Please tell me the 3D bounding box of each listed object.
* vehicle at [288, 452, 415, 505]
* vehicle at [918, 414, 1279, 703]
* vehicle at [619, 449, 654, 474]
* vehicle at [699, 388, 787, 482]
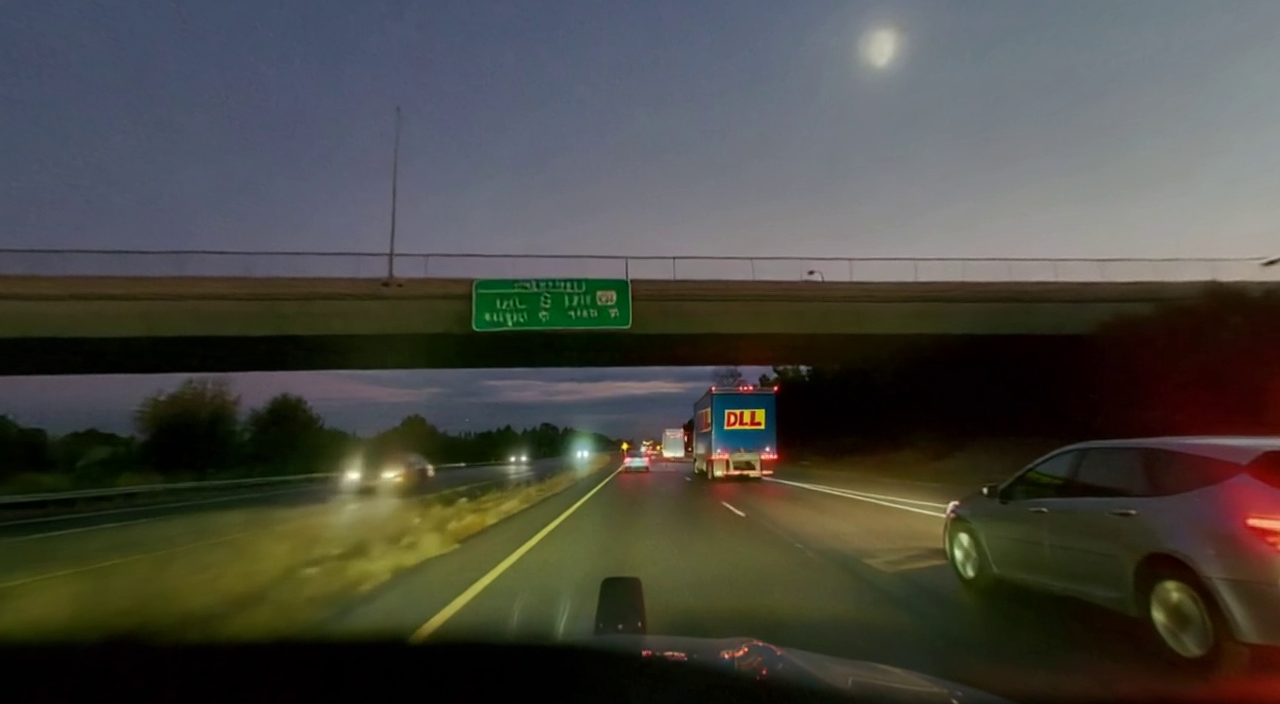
[{"bbox_3d":[-8.640,3.795,19.357,1.878,1.442,4.165,0,-9,1],"label":"vehicle"},{"bbox_3d":[3.766,1.231,4.225,1.894,1.452,4.164,0,-9,0],"label":"vehicle"},{"bbox_3d":[-0.200,6.757,38.986,2.055,1.445,3.661,0,-9,0],"label":"vehicle"},{"bbox_3d":[4.807,4.174,31.113,2.838,3.985,8.010,0,-9,-1],"label":"vehicle"}]
